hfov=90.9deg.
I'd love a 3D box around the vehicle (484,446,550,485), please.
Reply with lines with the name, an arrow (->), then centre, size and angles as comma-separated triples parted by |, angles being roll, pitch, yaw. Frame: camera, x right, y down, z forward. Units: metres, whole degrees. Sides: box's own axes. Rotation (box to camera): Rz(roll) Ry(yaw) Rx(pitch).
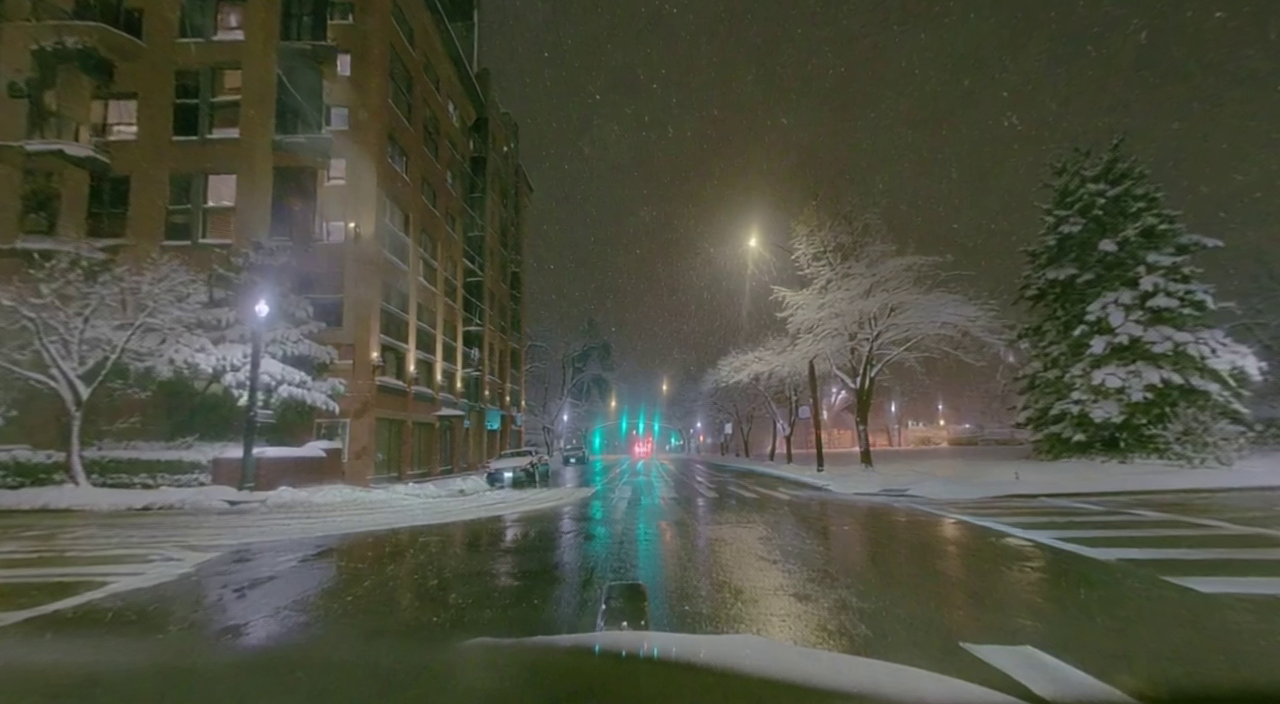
vehicle -> -5.762, 5.358, 30.167 | 2.223, 1.658, 4.621 | 0, -8, 0
